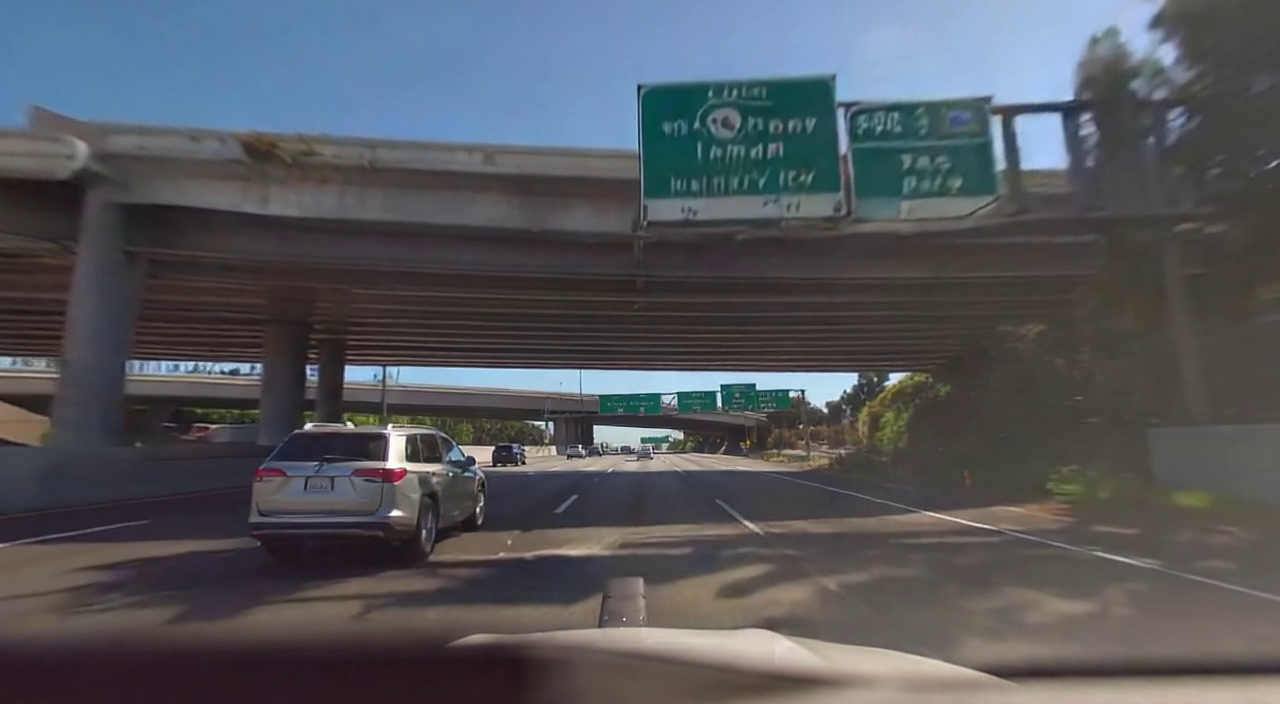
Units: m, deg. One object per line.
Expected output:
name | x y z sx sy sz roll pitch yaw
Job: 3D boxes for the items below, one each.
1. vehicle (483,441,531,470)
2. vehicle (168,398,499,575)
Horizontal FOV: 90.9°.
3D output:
vehicle | -7.620 5.967 36.484 1.871 1.542 4.371 0 -8 0
vehicle | -3.566 1.675 8.591 2.214 1.759 4.435 0 -8 1
